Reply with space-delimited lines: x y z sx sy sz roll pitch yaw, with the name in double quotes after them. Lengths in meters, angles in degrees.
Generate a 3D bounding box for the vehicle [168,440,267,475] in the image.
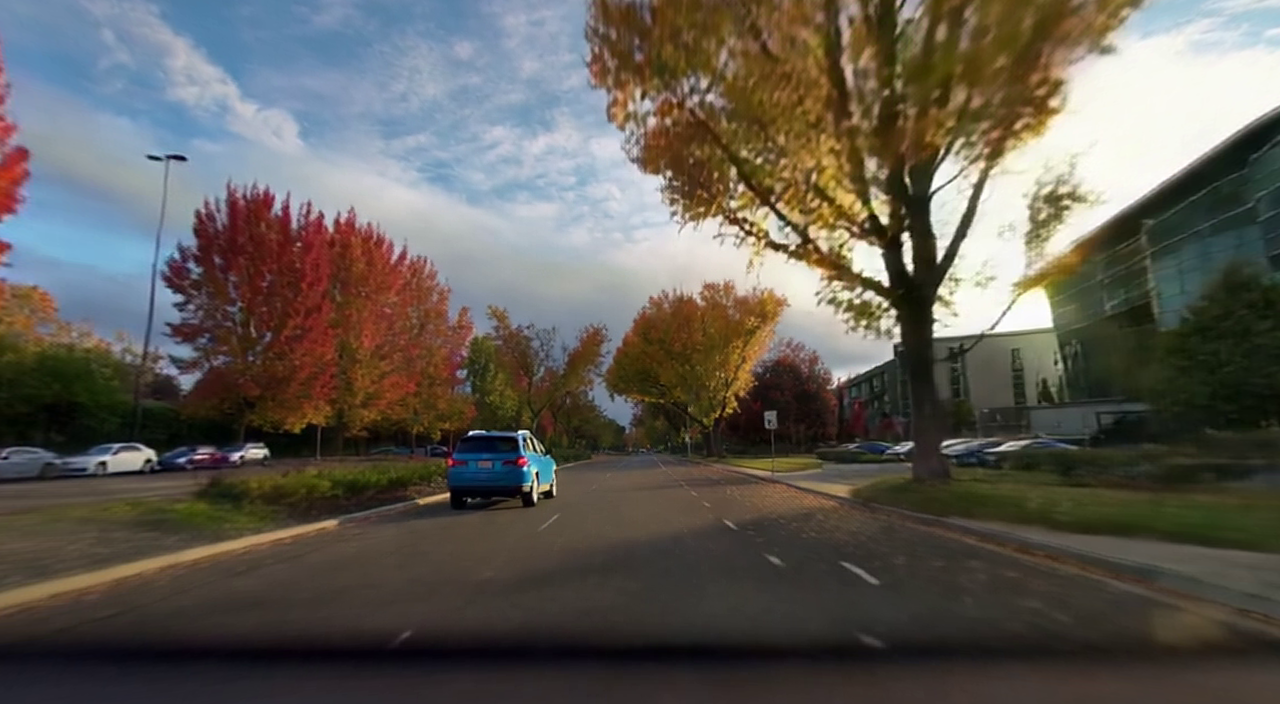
-25.323 6.333 38.056 2.142 1.895 5.528 0 -9 0 "vehicle"

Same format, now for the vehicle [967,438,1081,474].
18.411 4.990 30.268 4.331 1.655 1.884 1 -9 -7 "vehicle"

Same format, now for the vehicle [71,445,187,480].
-25.398 5.496 31.581 1.844 1.619 4.725 0 -9 0 "vehicle"

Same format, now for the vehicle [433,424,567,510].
-3.201 2.753 15.500 2.112 1.779 4.489 0 -9 2 "vehicle"
